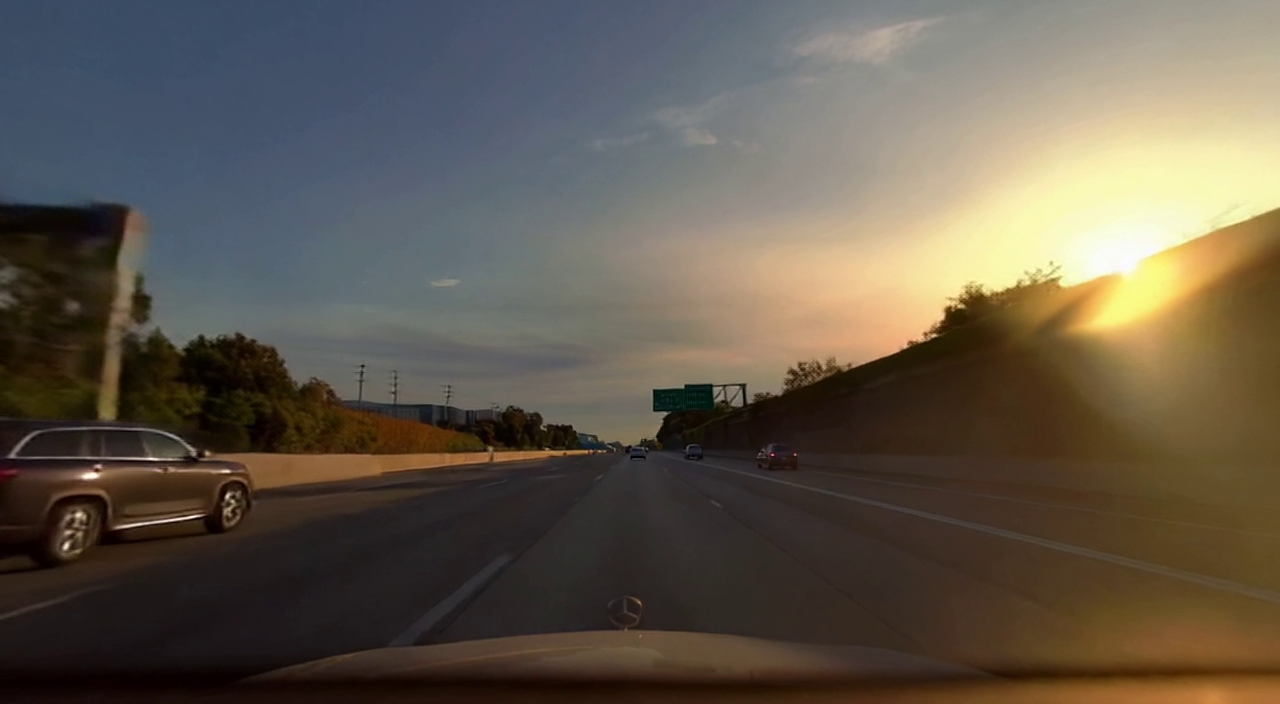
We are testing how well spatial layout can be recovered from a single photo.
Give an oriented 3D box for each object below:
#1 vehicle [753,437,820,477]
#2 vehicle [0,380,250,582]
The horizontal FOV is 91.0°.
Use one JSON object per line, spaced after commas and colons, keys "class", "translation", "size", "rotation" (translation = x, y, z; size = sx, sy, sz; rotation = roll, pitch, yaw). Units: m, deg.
{"class": "vehicle", "translation": [7.052, 5.091, 30.777], "size": [2.167, 1.781, 4.340], "rotation": [0, -9, -1]}
{"class": "vehicle", "translation": [-7.630, 1.503, 7.651], "size": [2.431, 2.005, 5.166], "rotation": [0, -9, 0]}
